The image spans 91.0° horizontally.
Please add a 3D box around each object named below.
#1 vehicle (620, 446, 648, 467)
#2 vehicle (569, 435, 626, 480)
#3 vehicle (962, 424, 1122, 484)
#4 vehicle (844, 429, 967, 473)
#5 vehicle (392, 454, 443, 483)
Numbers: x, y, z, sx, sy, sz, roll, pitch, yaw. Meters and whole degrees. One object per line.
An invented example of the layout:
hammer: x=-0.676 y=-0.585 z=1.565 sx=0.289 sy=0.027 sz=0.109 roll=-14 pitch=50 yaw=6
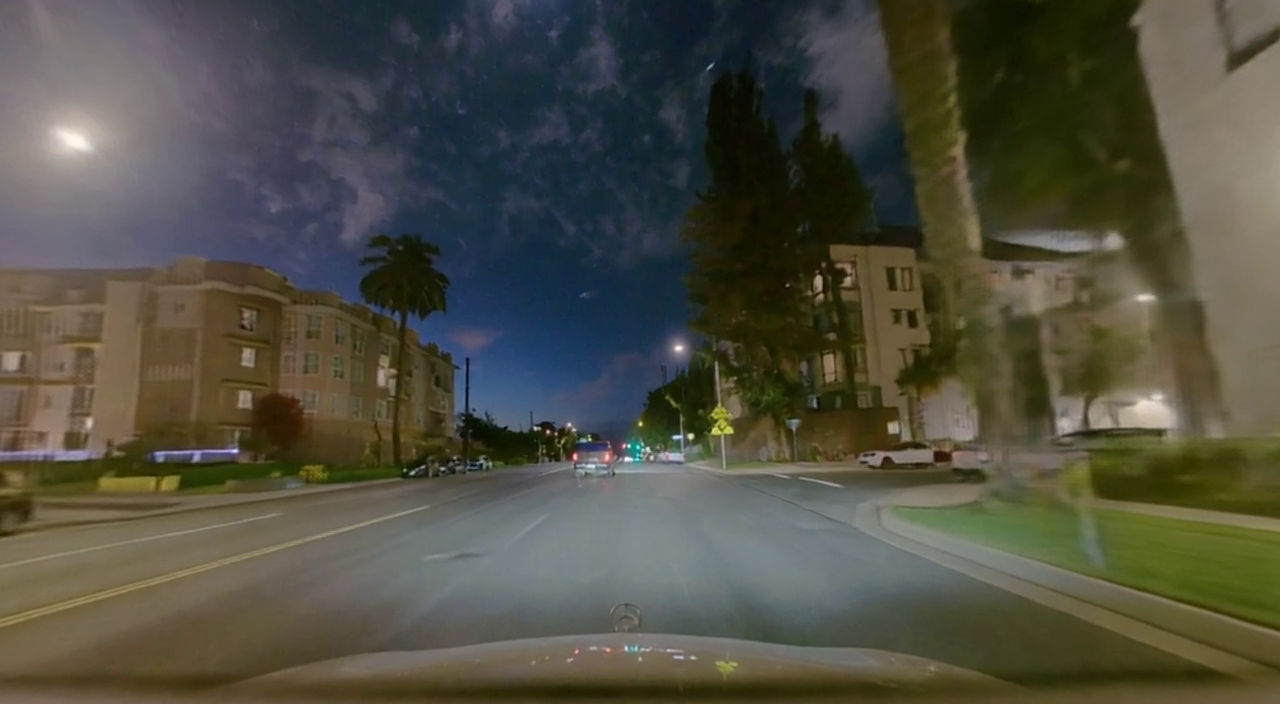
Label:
vehicle: x=-0.441 y=8.055 z=48.642 sx=2.077 sy=1.504 sz=3.992 roll=0 pitch=-9 yaw=-1
vehicle: x=-1.755 y=4.636 z=27.916 sx=1.994 sy=1.810 sz=5.057 roll=0 pitch=-9 yaw=2
vehicle: x=12.495 y=3.183 z=19.745 sx=3.778 sy=1.744 sz=1.804 roll=1 pitch=-9 yaw=-5
vehicle: x=12.543 y=4.696 z=29.993 sx=4.873 sy=1.624 sz=1.924 roll=-4 pitch=-9 yaw=-2
vehicle: x=-14.431 y=7.538 z=41.023 sx=1.884 sy=1.451 sz=4.435 roll=-4 pitch=-7 yaw=-3
